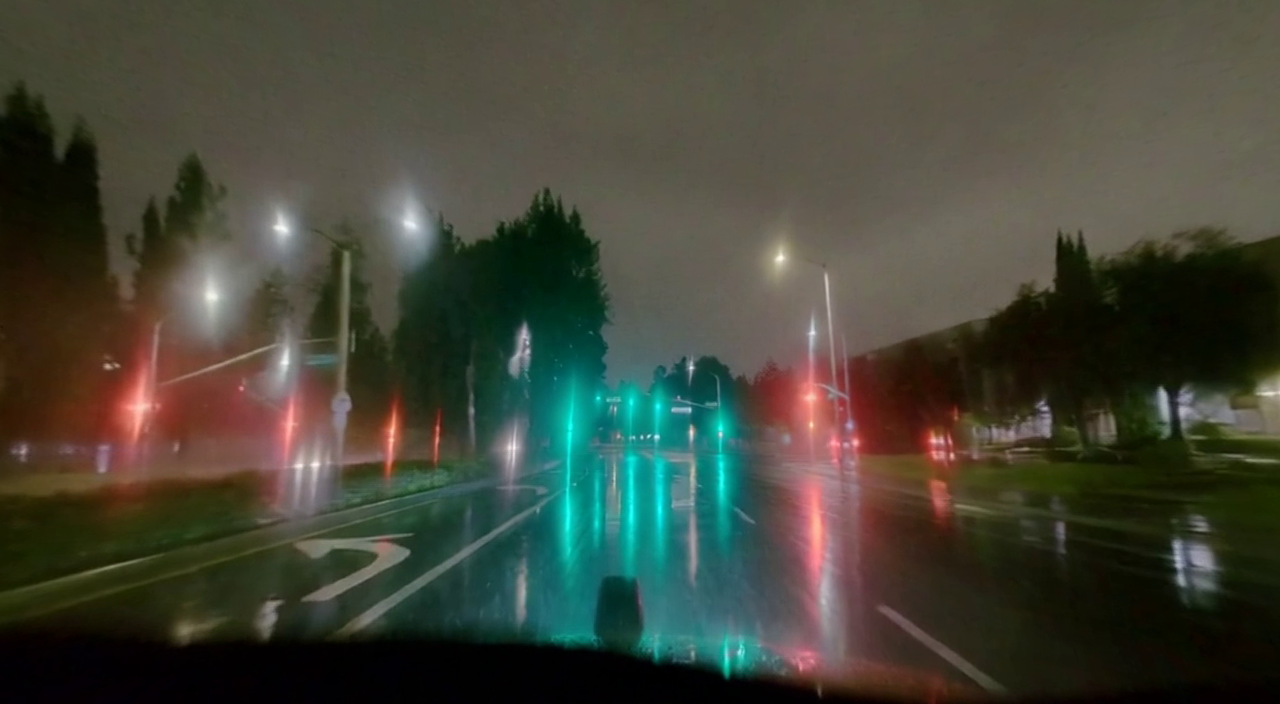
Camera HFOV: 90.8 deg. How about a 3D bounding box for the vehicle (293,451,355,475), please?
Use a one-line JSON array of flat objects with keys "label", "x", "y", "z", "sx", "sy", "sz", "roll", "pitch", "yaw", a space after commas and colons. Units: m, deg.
[{"label": "vehicle", "x": -21.885, "y": 7.685, "z": 43.952, "sx": 1.864, "sy": 1.470, "sz": 4.642, "roll": -1, "pitch": -8, "yaw": 0}]
